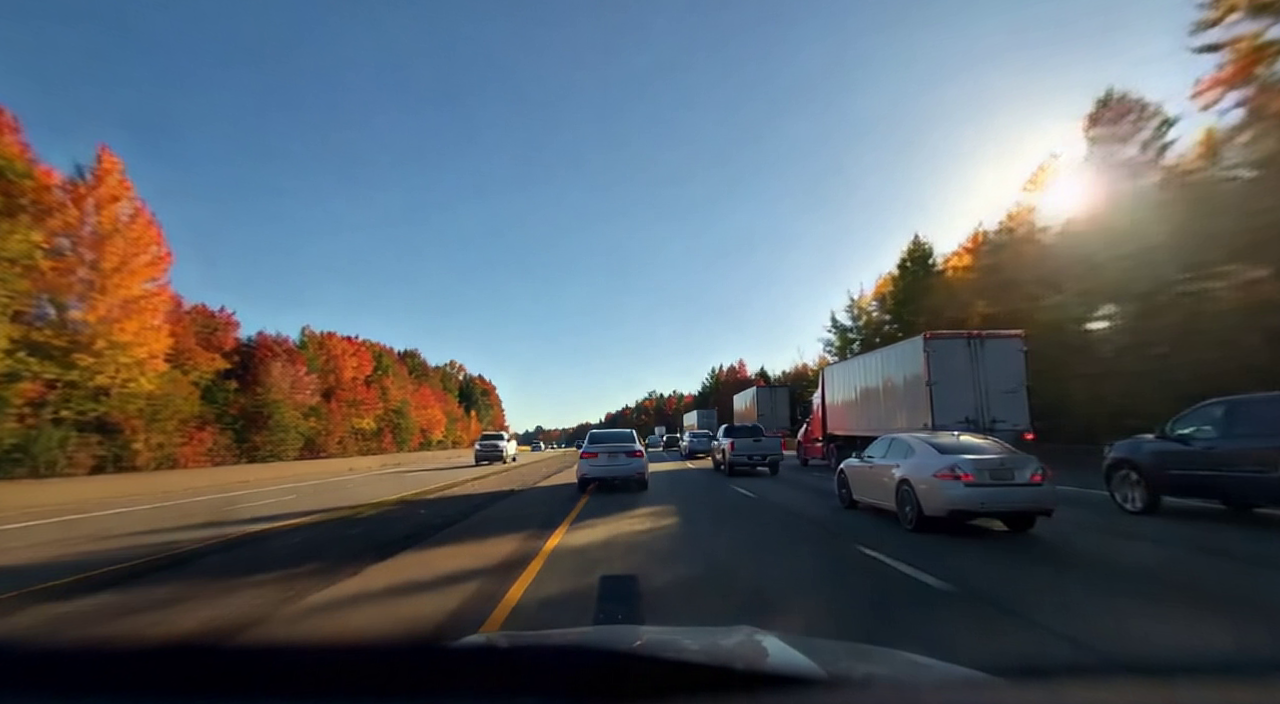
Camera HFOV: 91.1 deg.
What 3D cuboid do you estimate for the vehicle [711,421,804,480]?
[{"bbox_3d":[3.647,3.137,20.347,2.147,1.707,3.963,0,-8,-2],"label":"vehicle"}]

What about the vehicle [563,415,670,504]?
[{"bbox_3d":[-0.478,2.400,14.553,2.087,1.709,4.455,0,-8,-1],"label":"vehicle"}]

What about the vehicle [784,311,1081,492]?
[{"bbox_3d":[8.202,2.040,21.294,2.908,4.099,14.103,0,-8,-2],"label":"vehicle"}]

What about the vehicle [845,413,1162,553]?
[{"bbox_3d":[4.664,1.711,8.971,2.040,1.523,4.068,0,-8,-1],"label":"vehicle"}]

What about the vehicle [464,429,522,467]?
[{"bbox_3d":[-8.448,5.529,36.561,2.203,2.043,5.050,0,-8,-1],"label":"vehicle"}]

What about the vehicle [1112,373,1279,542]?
[{"bbox_3d":[8.594,1.261,7.538,2.116,1.965,4.691,0,-8,-1],"label":"vehicle"}]
